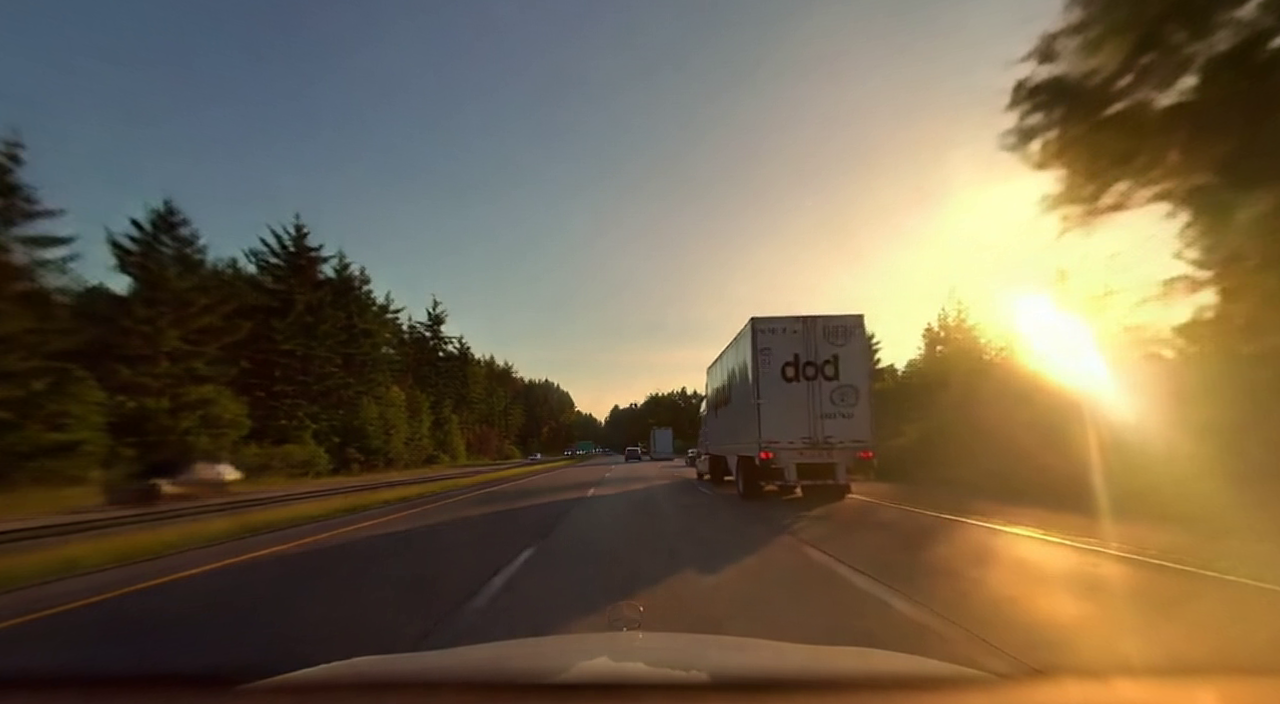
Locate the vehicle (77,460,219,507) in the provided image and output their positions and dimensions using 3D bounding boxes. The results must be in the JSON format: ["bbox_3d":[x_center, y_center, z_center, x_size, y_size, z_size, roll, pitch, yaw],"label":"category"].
[{"bbox_3d":[-17.135,4.564,22.189,1.810,1.438,3.987,0,-9,-1],"label":"vehicle"}]

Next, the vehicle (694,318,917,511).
[{"bbox_3d":[4.018,2.340,20.101,2.973,4.007,14.076,0,-9,-1],"label":"vehicle"}]
